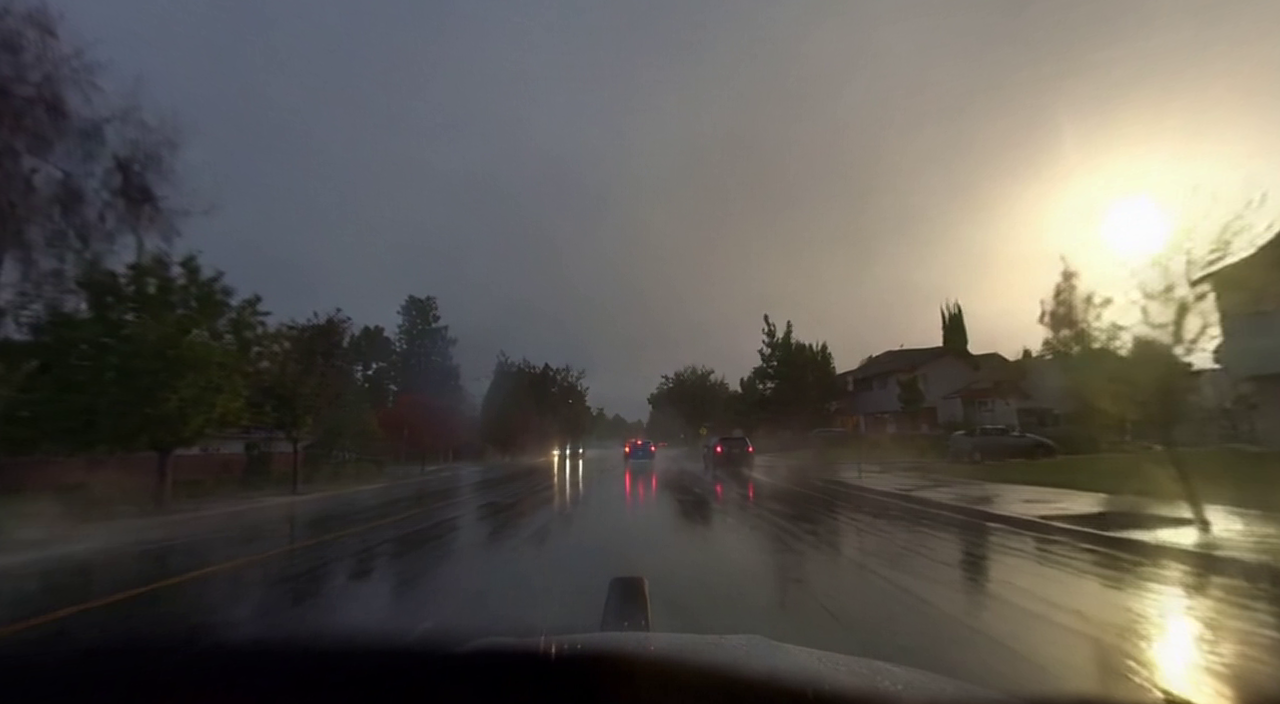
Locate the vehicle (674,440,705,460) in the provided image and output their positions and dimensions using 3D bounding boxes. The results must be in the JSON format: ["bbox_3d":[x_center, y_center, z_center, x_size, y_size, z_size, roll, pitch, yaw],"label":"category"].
[{"bbox_3d":[3.822,7.727,49.654,2.099,1.463,4.130,0,-8,0],"label":"vehicle"}]

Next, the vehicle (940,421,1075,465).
[{"bbox_3d":[15.404,3.845,26.615,4.378,1.754,2.007,0,-9,0],"label":"vehicle"}]

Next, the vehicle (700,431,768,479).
[{"bbox_3d":[3.644,4.116,25.362,2.024,1.711,4.512,0,-8,0],"label":"vehicle"}]

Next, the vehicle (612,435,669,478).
[{"bbox_3d":[0.033,4.375,26.674,2.200,1.653,4.127,0,-8,0],"label":"vehicle"}]
